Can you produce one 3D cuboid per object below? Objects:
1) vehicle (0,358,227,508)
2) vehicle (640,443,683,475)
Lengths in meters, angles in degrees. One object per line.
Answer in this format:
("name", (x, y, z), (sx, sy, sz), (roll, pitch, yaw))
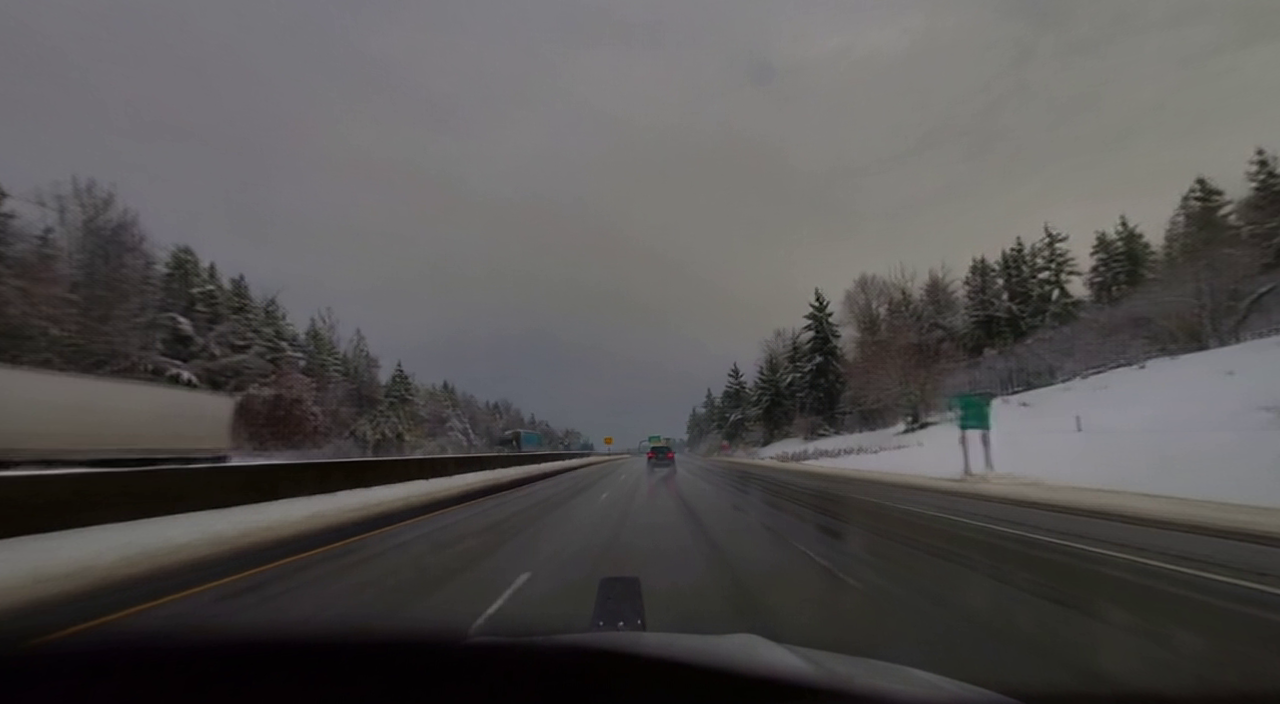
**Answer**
("vehicle", (-19.137, 2.489, 19.032), (3.305, 4.060, 14.698), (0, -9, 0))
("vehicle", (1.141, 5.949, 35.135), (2.231, 1.652, 4.503), (0, -9, 0))
